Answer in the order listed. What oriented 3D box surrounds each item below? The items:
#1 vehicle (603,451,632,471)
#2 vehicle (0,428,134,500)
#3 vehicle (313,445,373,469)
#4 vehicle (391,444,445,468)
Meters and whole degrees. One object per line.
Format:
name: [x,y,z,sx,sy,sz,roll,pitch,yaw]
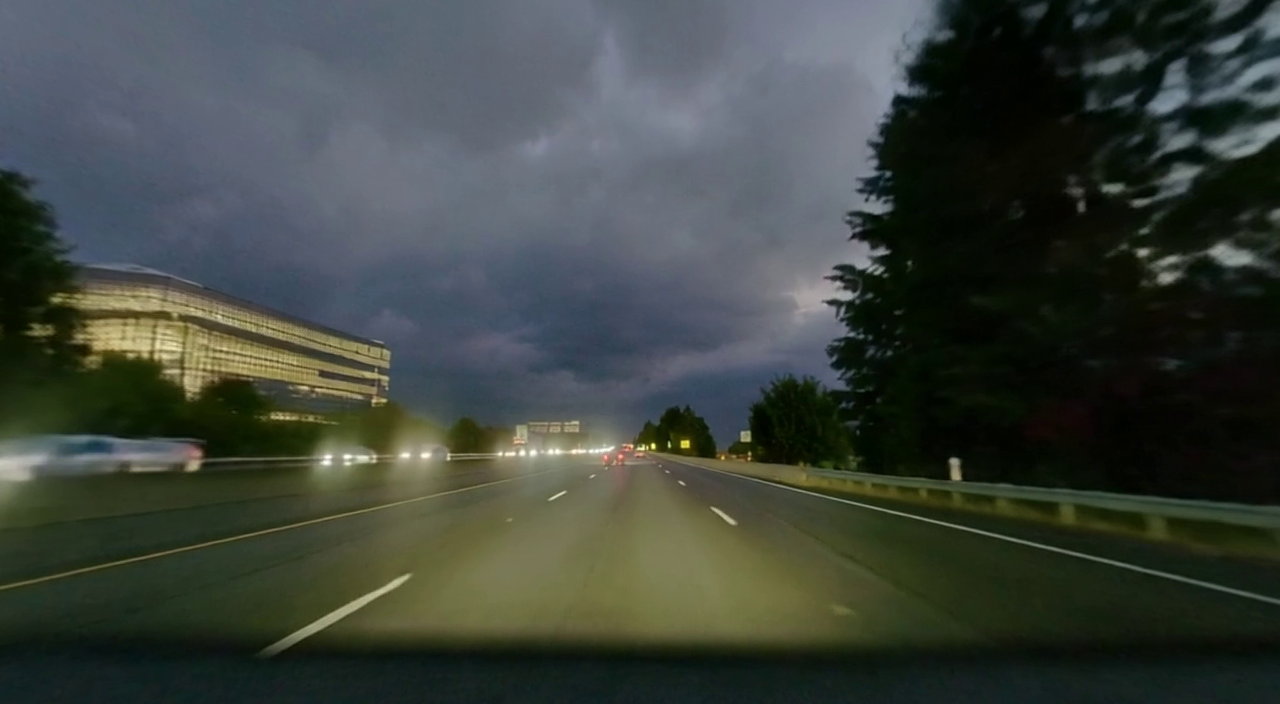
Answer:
vehicle: [-1.701,8.329,48.462,2.011,1.468,3.883,0,-9,1]
vehicle: [-14.577,2.560,14.567,1.927,1.514,4.550,0,-9,0]
vehicle: [-18.752,6.665,40.007,1.949,1.442,3.753,0,-9,0]
vehicle: [-14.531,6.825,41.489,1.870,1.489,4.417,0,-9,1]
